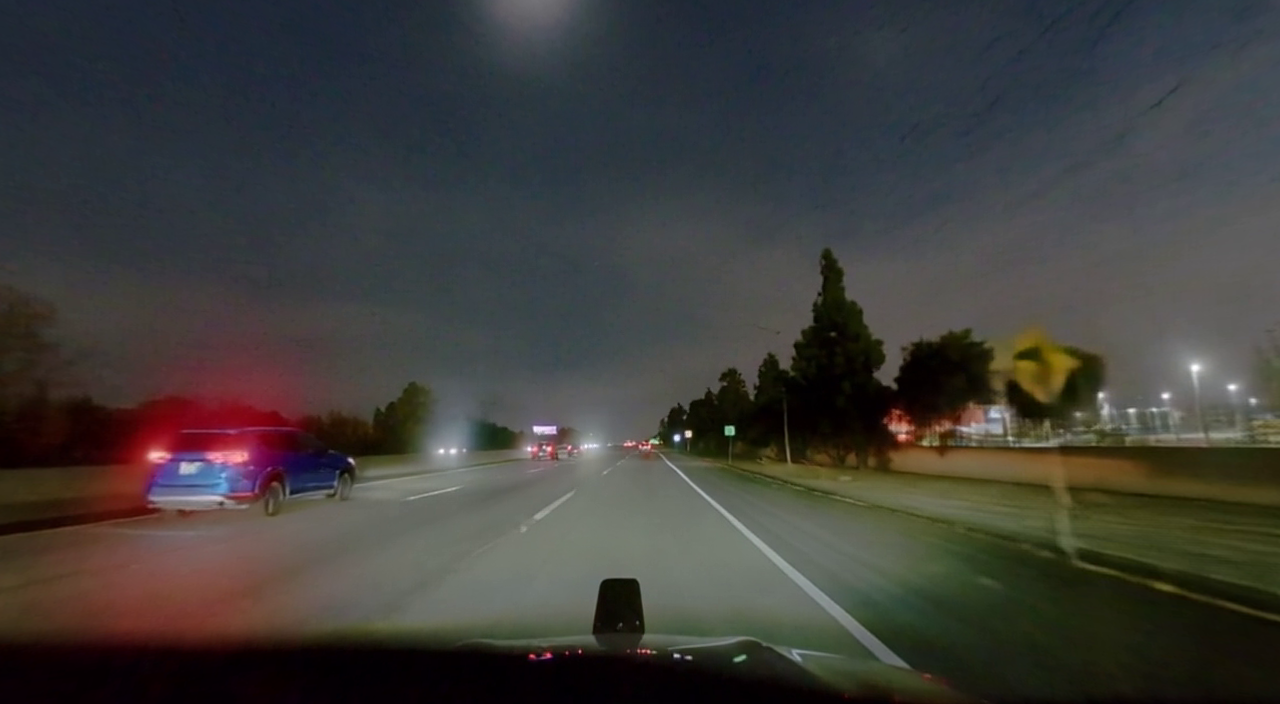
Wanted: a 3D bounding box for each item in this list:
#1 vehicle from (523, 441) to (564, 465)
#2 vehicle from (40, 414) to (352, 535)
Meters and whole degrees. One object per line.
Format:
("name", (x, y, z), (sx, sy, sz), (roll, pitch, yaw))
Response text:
("vehicle", (-6.644, 6.986, 43.786), (2.008, 1.520, 4.731), (0, -9, 2))
("vehicle", (-7.396, 2.092, 11.355), (2.055, 1.683, 4.804), (0, -9, 1))
